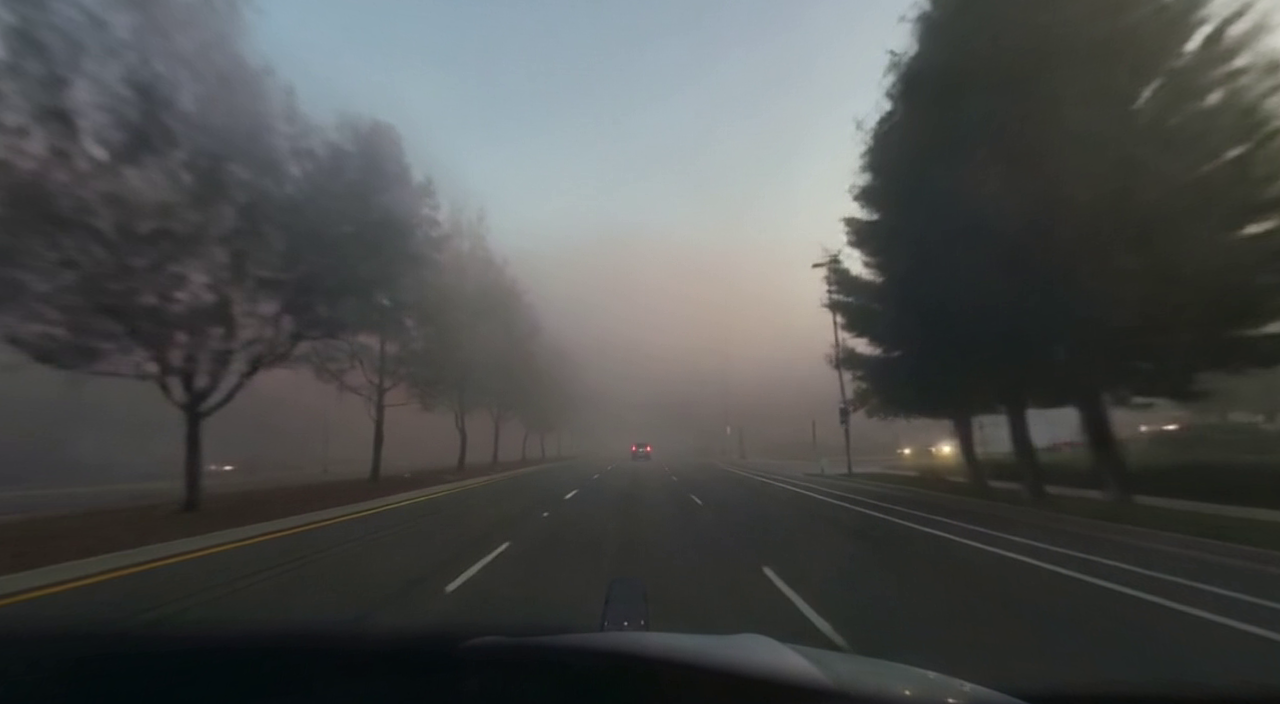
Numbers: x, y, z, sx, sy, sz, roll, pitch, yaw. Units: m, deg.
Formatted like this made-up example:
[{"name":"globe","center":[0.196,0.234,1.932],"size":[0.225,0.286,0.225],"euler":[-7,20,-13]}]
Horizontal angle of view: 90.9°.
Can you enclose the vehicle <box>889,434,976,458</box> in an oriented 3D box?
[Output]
[{"name":"vehicle","center":[20.302,6.550,43.869],"size":[4.900,1.530,2.211],"euler":[0,-11,1]}]

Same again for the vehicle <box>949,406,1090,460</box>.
[{"name":"vehicle","center":[21.696,4.676,36.259],"size":[6.374,3.018,2.476],"euler":[0,-8,-1]}]

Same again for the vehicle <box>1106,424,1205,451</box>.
[{"name":"vehicle","center":[29.311,4.887,35.904],"size":[4.101,1.518,1.749],"euler":[0,-8,-1]}]

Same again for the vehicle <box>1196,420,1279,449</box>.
[{"name":"vehicle","center":[35.000,4.704,35.943],"size":[4.578,1.488,1.890],"euler":[-2,-9,1]}]

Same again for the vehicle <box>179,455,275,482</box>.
[{"name":"vehicle","center":[-25.586,7.189,39.182],"size":[2.004,1.450,4.543],"euler":[-8,-11,42]}]
